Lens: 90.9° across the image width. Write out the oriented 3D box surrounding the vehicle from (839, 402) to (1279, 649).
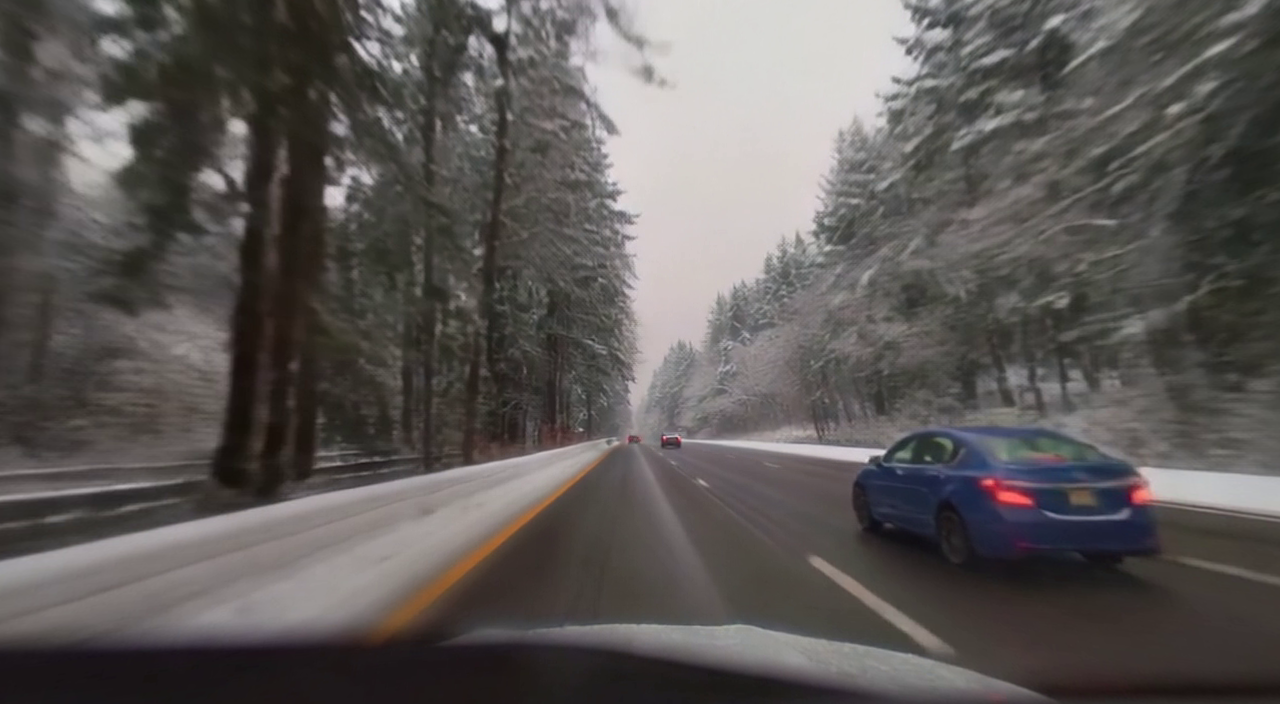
[{"bbox_3d":[3.718,1.366,6.151,2.017,1.502,4.369,0,-8,-2],"label":"vehicle"}]
